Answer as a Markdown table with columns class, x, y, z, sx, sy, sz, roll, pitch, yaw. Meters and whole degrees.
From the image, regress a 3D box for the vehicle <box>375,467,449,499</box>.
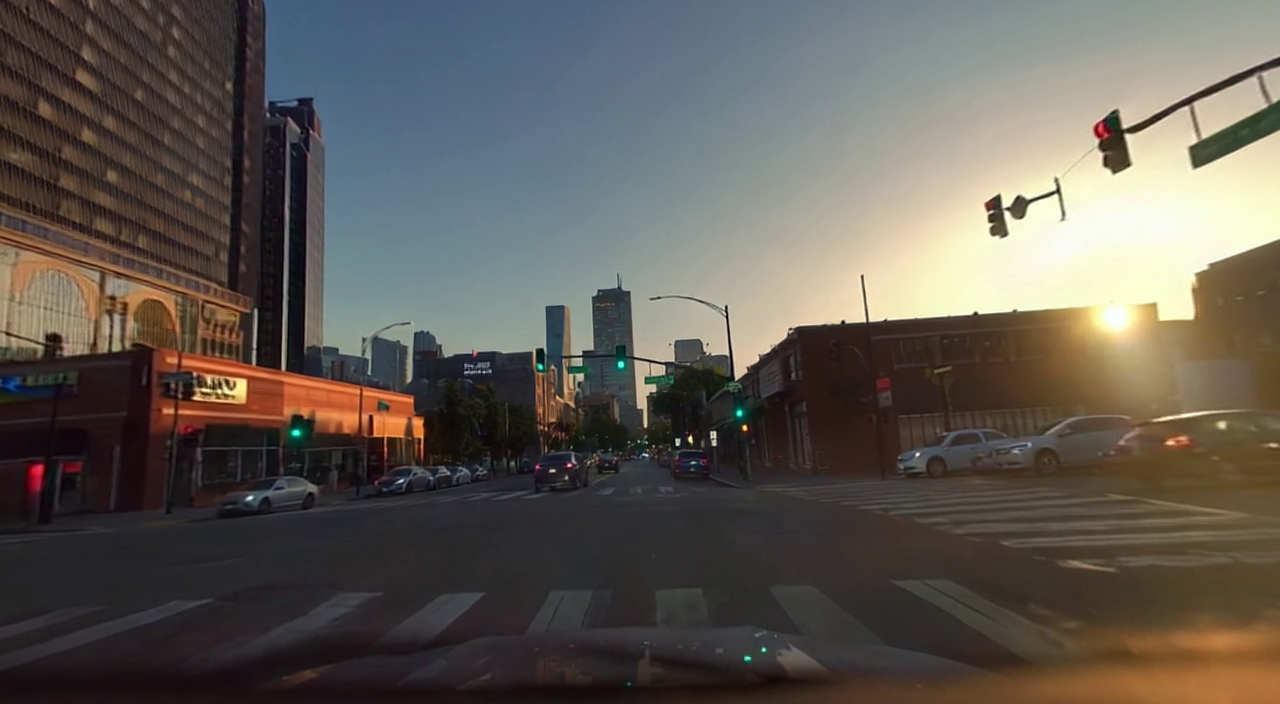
| class | x | y | z | sx | sy | sz | roll | pitch | yaw |
| --- | --- | --- | --- | --- | --- | --- | --- | --- | --- |
| vehicle | -12.207 | 7.011 | 34.086 | 1.934 | 1.434 | 4.636 | -1 | -8 | 5 |

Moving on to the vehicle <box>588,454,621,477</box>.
| class | x | y | z | sx | sy | sz | roll | pitch | yaw |
| --- | --- | --- | --- | --- | --- | --- | --- | --- | --- |
| vehicle | -2.509 | 8.149 | 45.535 | 1.916 | 1.487 | 4.535 | 0 | -8 | 2 |

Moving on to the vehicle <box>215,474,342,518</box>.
| class | x | y | z | sx | sy | sz | roll | pitch | yaw |
| --- | --- | --- | --- | --- | --- | --- | --- | --- | --- |
| vehicle | -15.298 | 6.082 | 26.998 | 1.999 | 1.466 | 4.535 | -2 | -9 | 15 |

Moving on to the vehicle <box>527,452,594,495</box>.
| class | x | y | z | sx | sy | sz | roll | pitch | yaw |
| --- | --- | --- | --- | --- | --- | --- | --- | --- | --- |
| vehicle | -3.017 | 4.677 | 24.687 | 1.973 | 1.496 | 3.713 | 0 | -8 | 2 |

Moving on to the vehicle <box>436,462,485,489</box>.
| class | x | y | z | sx | sy | sz | roll | pitch | yaw |
| --- | --- | --- | --- | --- | --- | --- | --- | --- | --- |
| vehicle | -11.820 | 8.143 | 41.792 | 1.933 | 1.628 | 3.973 | 0 | -8 | 2 |

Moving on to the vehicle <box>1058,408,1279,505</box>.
| class | x | y | z | sx | sy | sz | roll | pitch | yaw |
| --- | --- | --- | --- | --- | --- | --- | --- | --- | --- |
| vehicle | 10.347 | 1.804 | 11.106 | 4.540 | 1.480 | 2.153 | 1 | -8 | -7 |

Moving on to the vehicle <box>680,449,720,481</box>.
| class | x | y | z | sx | sy | sz | roll | pitch | yaw |
| --- | --- | --- | --- | --- | --- | --- | --- | --- | --- |
| vehicle | 3.521 | 6.710 | 37.805 | 1.924 | 1.765 | 3.954 | 0 | -8 | -1 |

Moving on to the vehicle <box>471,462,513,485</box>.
| class | x | y | z | sx | sy | sz | roll | pitch | yaw |
| --- | --- | --- | --- | --- | --- | --- | --- | --- | --- |
| vehicle | -11.418 | 9.365 | 48.849 | 2.041 | 1.526 | 4.749 | 0 | -8 | 0 |

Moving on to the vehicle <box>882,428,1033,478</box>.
| class | x | y | z | sx | sy | sz | roll | pitch | yaw |
| --- | --- | --- | --- | --- | --- | --- | --- | --- | --- |
| vehicle | 11.176 | 3.582 | 22.424 | 4.288 | 1.689 | 1.909 | 0 | -8 | 1 |
